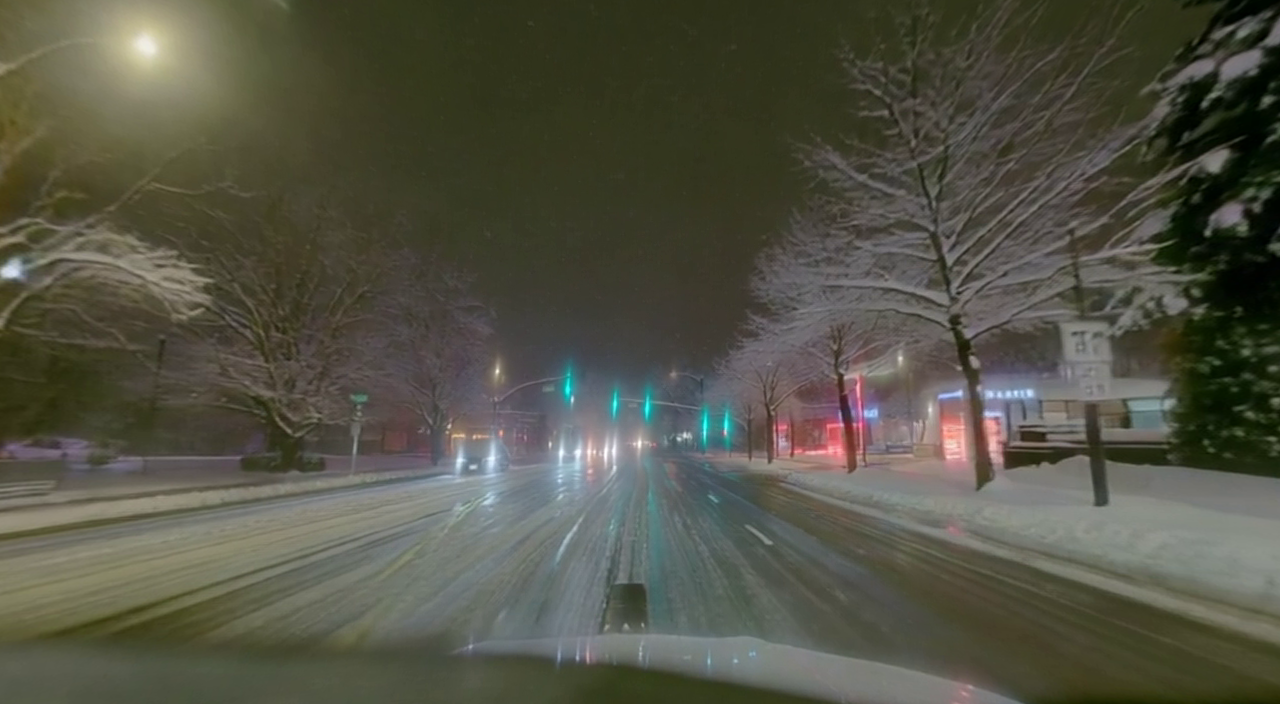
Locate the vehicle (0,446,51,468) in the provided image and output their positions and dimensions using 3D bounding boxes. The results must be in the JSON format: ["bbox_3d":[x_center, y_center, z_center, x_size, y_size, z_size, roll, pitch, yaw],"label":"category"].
[{"bbox_3d":[-42.036,6.977,42.053,4.410,1.422,1.812,-2,-9,15],"label":"vehicle"}]

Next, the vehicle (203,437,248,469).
[{"bbox_3d":[-26.328,6.381,39.943,2.099,1.901,4.832,6,-10,-35],"label":"vehicle"}]

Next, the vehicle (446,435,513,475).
[{"bbox_3d":[-8.385,5.435,33.470,2.242,1.919,4.922,0,-8,0],"label":"vehicle"}]
